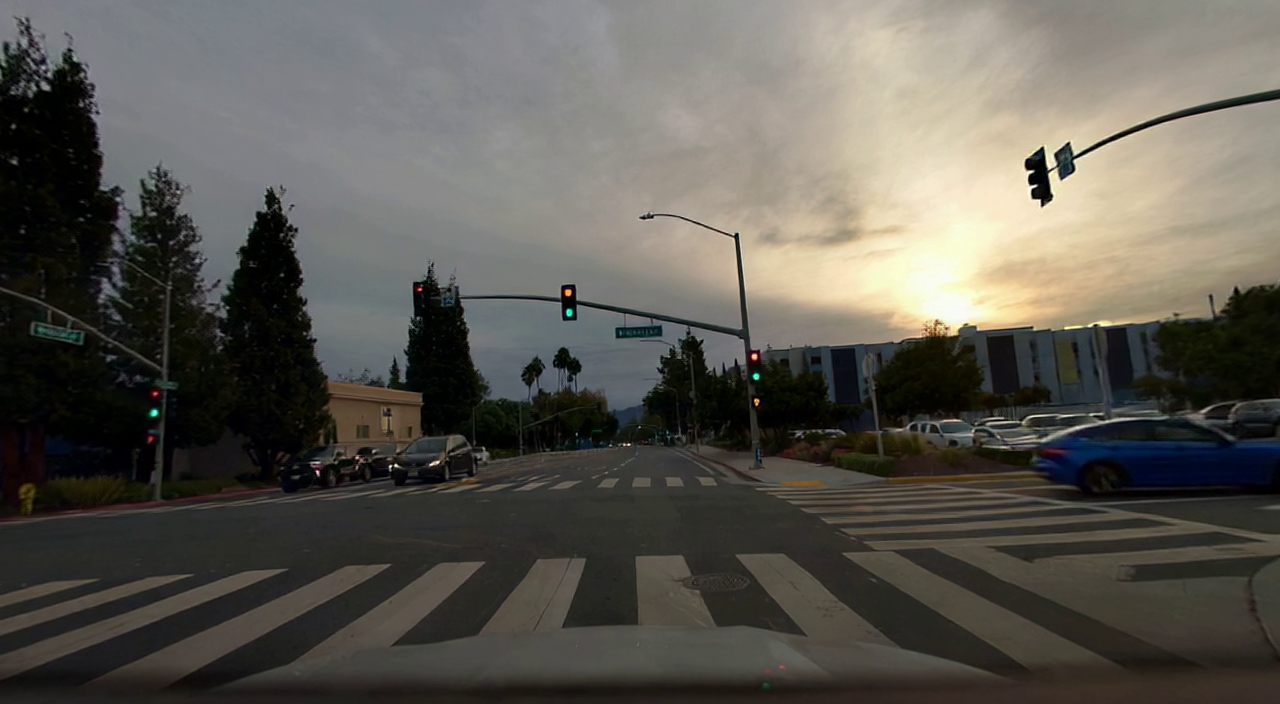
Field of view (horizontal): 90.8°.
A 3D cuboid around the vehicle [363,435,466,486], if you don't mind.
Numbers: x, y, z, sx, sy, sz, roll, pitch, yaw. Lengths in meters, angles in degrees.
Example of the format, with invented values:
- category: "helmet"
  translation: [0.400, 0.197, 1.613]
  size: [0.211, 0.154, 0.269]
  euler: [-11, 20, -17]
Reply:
- category: "vehicle"
  translation: [-10.129, 4.922, 28.989]
  size: [2.664, 1.940, 5.702]
  euler: [-4, -9, -1]

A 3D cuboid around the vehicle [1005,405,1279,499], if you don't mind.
- category: "vehicle"
  translation: [9.462, 1.801, 11.457]
  size: [4.592, 1.470, 2.071]
  euler: [-4, -9, 22]

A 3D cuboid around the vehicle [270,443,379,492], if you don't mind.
- category: "vehicle"
  translation: [-13.787, 5.063, 28.065]
  size: [2.306, 1.957, 4.968]
  euler: [0, -9, -1]
